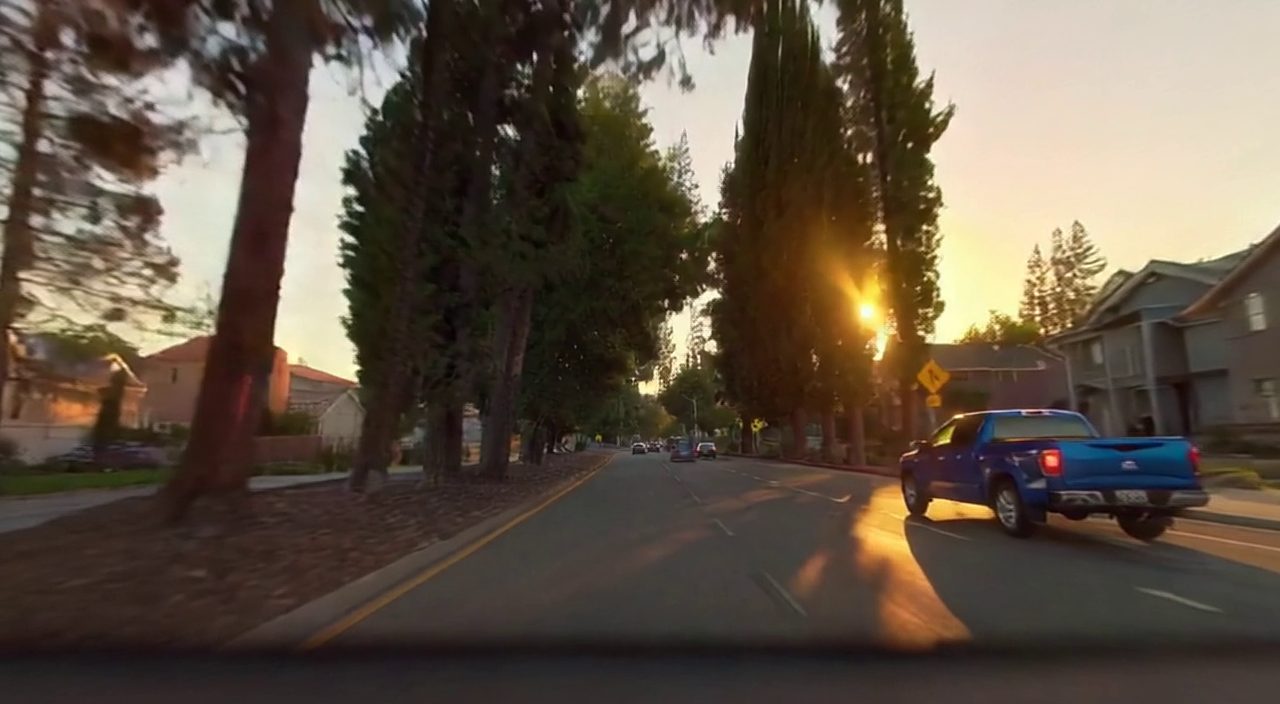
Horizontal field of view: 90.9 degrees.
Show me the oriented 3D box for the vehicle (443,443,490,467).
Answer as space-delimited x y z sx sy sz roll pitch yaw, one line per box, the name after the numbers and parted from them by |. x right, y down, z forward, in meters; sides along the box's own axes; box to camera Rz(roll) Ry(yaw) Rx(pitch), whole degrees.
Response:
-12.882 7.691 47.157 2.076 1.710 4.563 0 -8 1 | vehicle

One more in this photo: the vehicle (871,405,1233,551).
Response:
6.103 1.961 10.616 2.262 1.769 5.666 0 -8 0 | vehicle

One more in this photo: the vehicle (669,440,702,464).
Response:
3.288 7.274 46.021 2.061 1.632 4.222 0 -8 0 | vehicle
